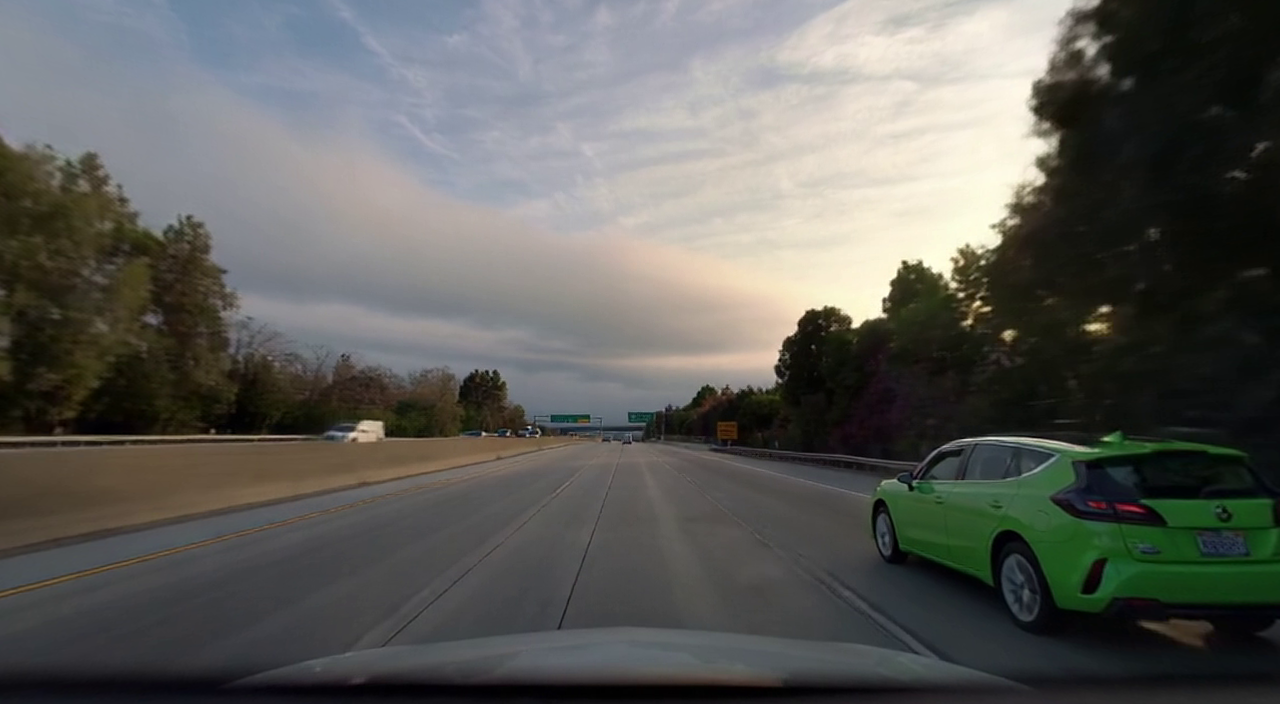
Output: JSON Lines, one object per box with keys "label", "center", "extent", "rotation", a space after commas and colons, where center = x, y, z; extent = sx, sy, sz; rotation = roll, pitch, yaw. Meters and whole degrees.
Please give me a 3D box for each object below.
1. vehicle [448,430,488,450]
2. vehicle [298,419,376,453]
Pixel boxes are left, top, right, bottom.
{"label": "vehicle", "center": [-13.000, 6.714, 47.807], "extent": [1.885, 1.420, 4.239], "rotation": [0, -8, -1]}
{"label": "vehicle", "center": [-16.299, 4.572, 34.147], "extent": [1.975, 1.670, 4.552], "rotation": [0, -8, 0]}
